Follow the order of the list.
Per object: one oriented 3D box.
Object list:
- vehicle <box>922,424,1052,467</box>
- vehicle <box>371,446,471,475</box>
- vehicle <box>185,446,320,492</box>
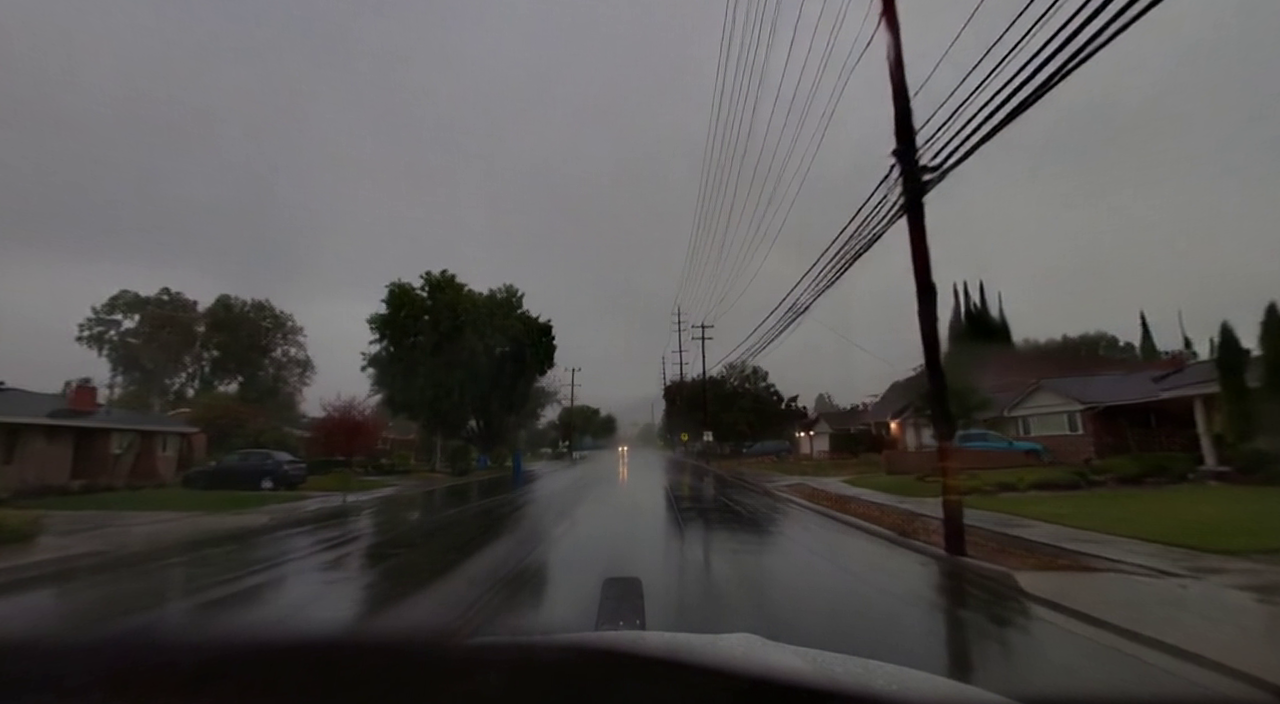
[{"bbox_3d":[14.994,4.074,27.540,4.373,1.759,2.093,0,-9,5],"label":"vehicle"},{"bbox_3d":[-12.457,6.192,36.149,4.893,1.567,2.105,-1,-8,6],"label":"vehicle"},{"bbox_3d":[-14.939,4.502,24.817,1.978,1.586,5.192,0,-8,0],"label":"vehicle"}]
